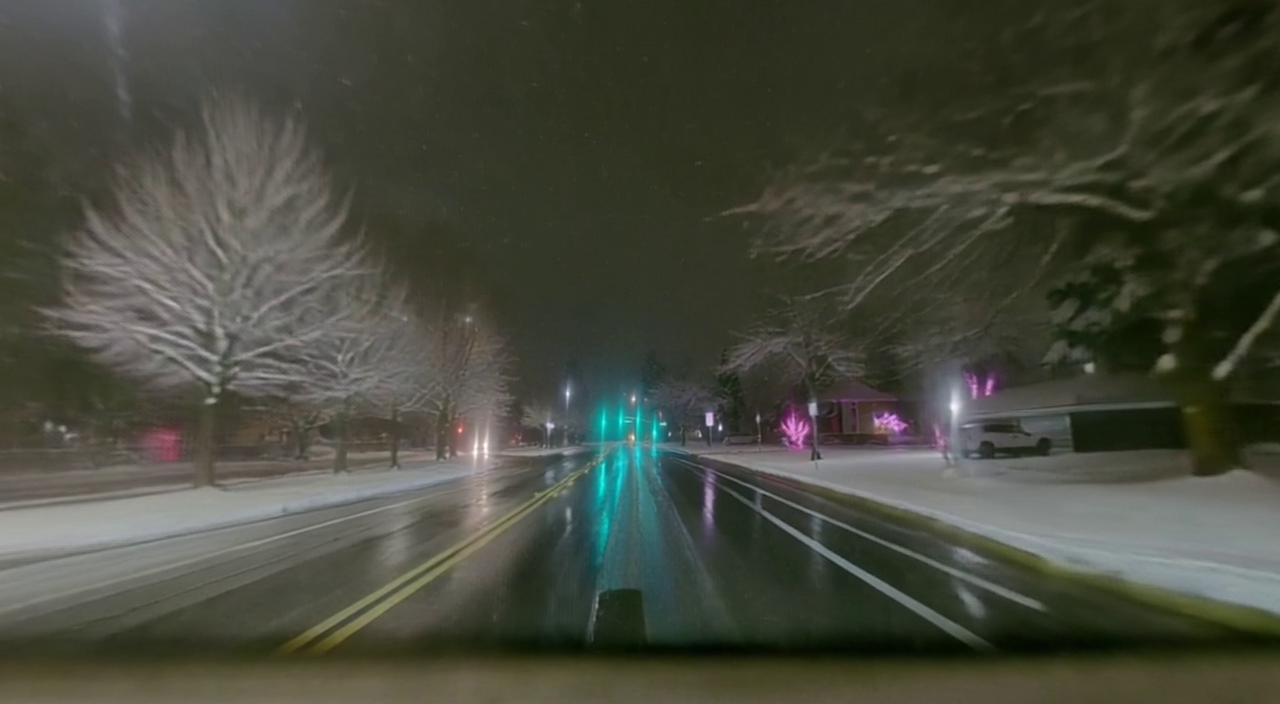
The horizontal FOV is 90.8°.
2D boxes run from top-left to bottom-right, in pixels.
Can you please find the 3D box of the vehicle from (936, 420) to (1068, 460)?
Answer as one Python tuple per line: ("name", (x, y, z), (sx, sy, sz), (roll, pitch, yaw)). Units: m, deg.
("vehicle", (14.867, 3.678, 26.128), (4.198, 1.561, 1.937), (0, -10, 1))
